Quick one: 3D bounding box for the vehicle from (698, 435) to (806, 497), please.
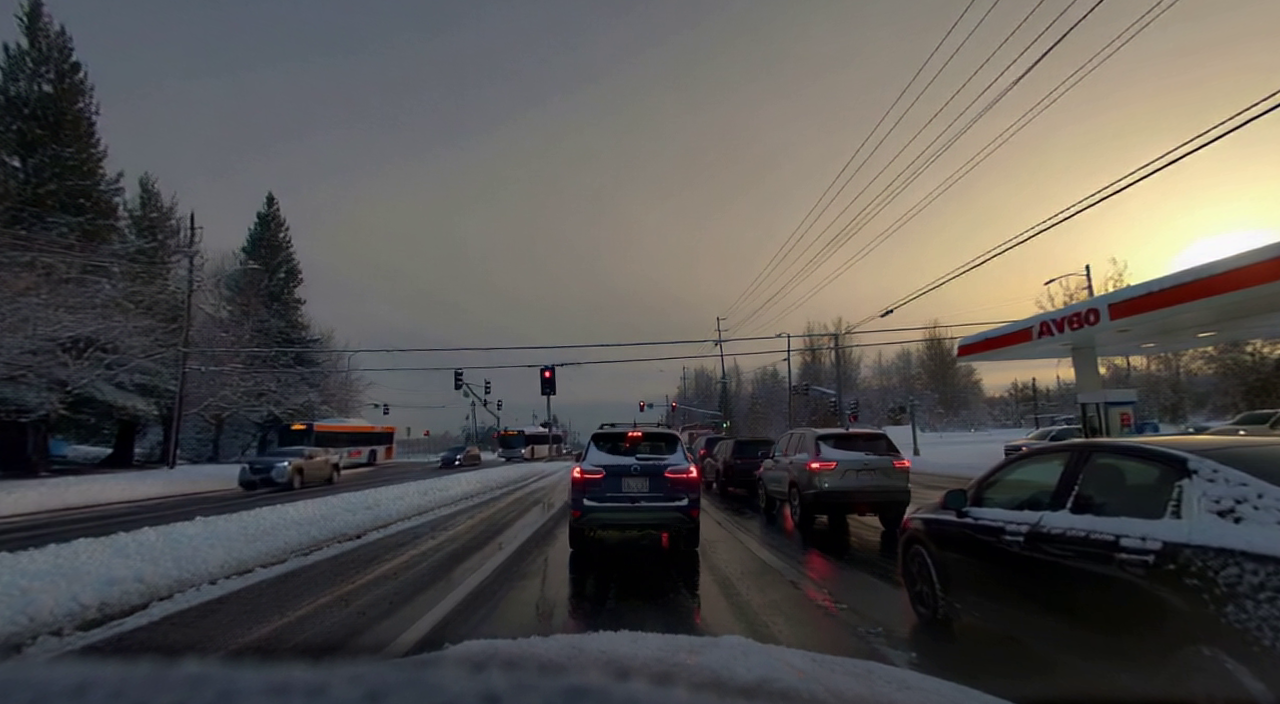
[{"bbox_3d":[2.886,3.066,17.405,2.040,1.481,4.407,0,-9,-2],"label":"vehicle"}]

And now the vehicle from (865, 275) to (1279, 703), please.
[{"bbox_3d":[3.086,0.879,3.483,2.049,1.813,4.245,0,-9,-1],"label":"vehicle"}]

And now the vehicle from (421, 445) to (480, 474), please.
[{"bbox_3d":[-10.692,6.085,36.042,1.976,1.483,4.630,0,-9,0],"label":"vehicle"}]

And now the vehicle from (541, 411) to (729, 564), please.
[{"bbox_3d":[-0.107,1.804,9.116,2.087,1.677,4.053,0,-9,-1],"label":"vehicle"}]

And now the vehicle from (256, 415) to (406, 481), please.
[{"bbox_3d":[-18.648,6.013,39.683,3.010,3.475,12.655,0,-9,0],"label":"vehicle"}]

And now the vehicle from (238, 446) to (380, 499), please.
[{"bbox_3d":[-10.424,3.794,20.387,2.030,1.498,4.690,0,-9,0],"label":"vehicle"}]
